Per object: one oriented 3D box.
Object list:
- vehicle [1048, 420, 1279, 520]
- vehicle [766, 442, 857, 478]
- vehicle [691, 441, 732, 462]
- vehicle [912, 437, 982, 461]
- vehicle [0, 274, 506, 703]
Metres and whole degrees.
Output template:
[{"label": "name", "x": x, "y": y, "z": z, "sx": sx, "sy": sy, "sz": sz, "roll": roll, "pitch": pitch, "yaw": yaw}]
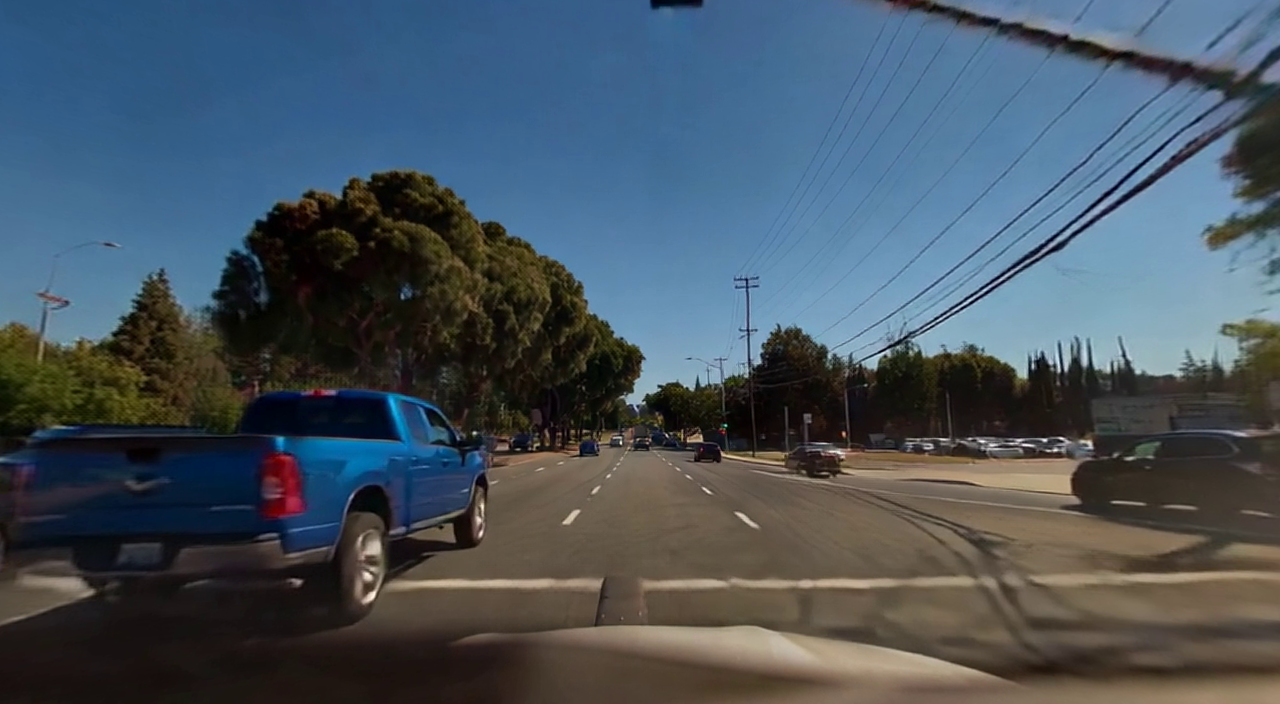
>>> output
[{"label": "vehicle", "x": 11.554, "y": 2.310, "z": 12.698, "sx": 2.150, "sy": 1.735, "sz": 5.106, "roll": 4, "pitch": -10, "yaw": -28}, {"label": "vehicle", "x": 7.442, "y": 4.710, "z": 27.902, "sx": 1.840, "sy": 1.428, "sz": 4.602, "roll": 2, "pitch": -9, "yaw": -14}, {"label": "vehicle", "x": 4.994, "y": 7.048, "z": 44.896, "sx": 2.071, "sy": 1.435, "sz": 4.226, "roll": 1, "pitch": -9, "yaw": -5}, {"label": "vehicle", "x": 21.998, "y": 6.978, "z": 45.472, "sx": 1.860, "sy": 1.597, "sz": 4.261, "roll": 3, "pitch": -9, "yaw": -23}, {"label": "vehicle", "x": -3.071, "y": 1.112, "z": 5.516, "sx": 2.467, "sy": 1.991, "sz": 6.089, "roll": 0, "pitch": -8, "yaw": 0}]
